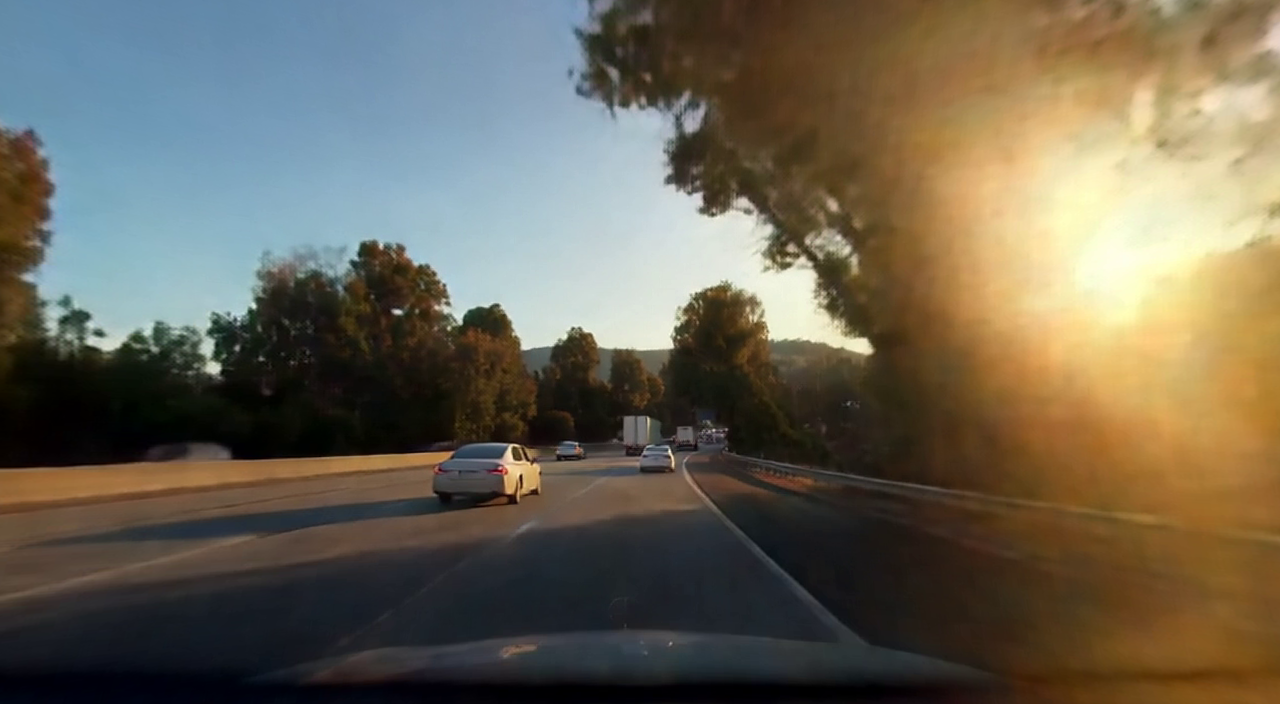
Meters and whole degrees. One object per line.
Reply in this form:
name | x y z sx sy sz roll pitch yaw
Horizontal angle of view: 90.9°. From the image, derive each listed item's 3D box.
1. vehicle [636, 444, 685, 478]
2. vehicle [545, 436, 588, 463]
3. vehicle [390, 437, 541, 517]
vehicle | 0.903 4.697 27.384 1.984 1.365 3.767 0 -9 2
vehicle | -5.315 7.120 46.209 2.142 1.833 4.854 -1 -9 5
vehicle | -3.656 2.697 14.207 1.916 1.486 4.631 0 -9 2
